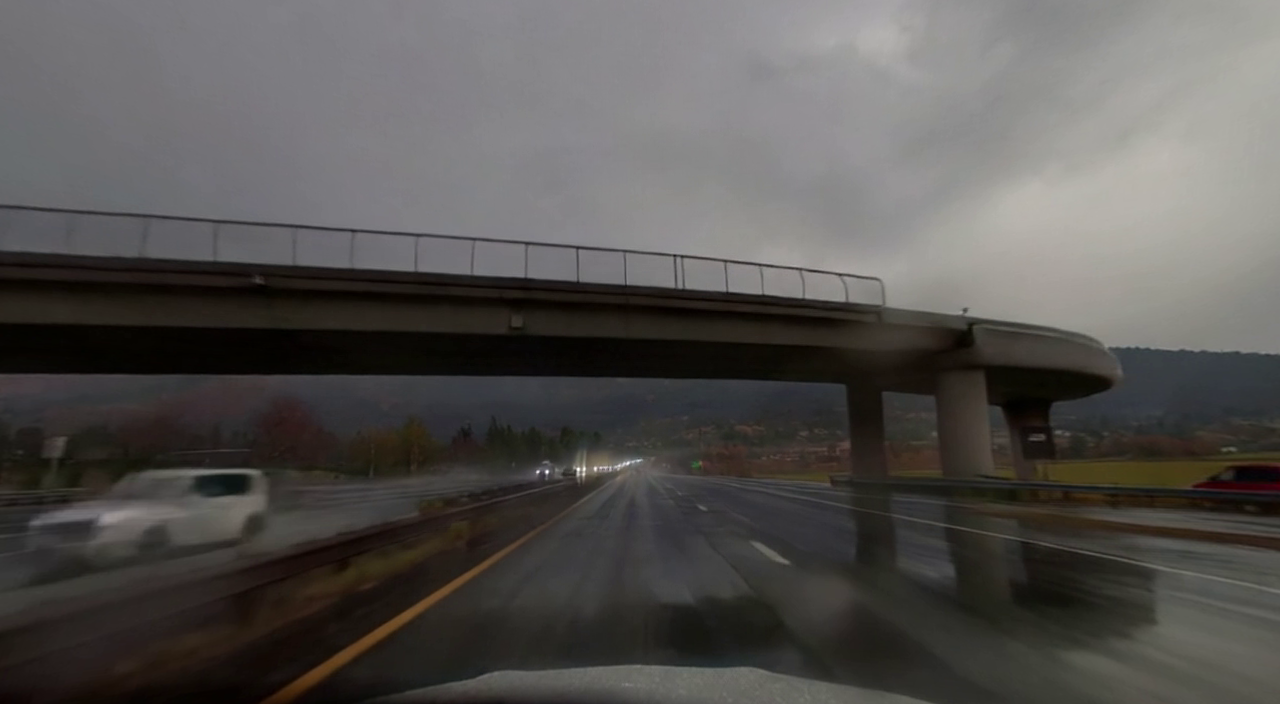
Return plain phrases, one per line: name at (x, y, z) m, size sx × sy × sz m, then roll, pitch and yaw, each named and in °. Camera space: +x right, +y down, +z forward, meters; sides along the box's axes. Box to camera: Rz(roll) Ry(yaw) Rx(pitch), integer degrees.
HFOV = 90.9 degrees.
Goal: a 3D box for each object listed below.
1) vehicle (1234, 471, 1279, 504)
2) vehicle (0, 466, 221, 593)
vehicle at (32.691, 6.964, 32.525) m, size 1.951 × 1.616 × 4.175 m, roll -5°, pitch -12°, yaw 30°
vehicle at (-8.417, 2.387, 9.089) m, size 1.789 × 1.453 × 4.296 m, roll 1°, pitch -10°, yaw -1°
